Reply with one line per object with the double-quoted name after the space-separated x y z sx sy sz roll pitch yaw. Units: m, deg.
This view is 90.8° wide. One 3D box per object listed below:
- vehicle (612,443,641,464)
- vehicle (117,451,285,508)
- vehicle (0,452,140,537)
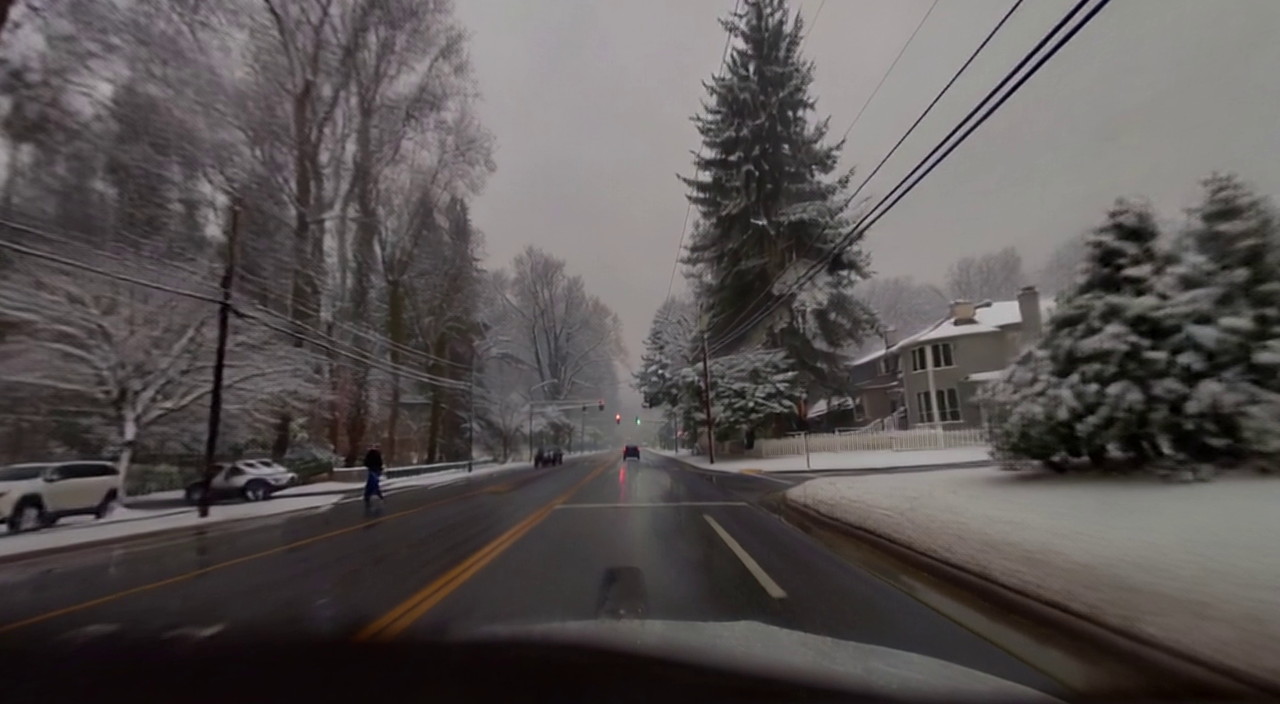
-1.033 7.858 48.957 2.104 1.500 3.815 0 -9 -1 "vehicle"
-16.159 4.689 23.509 2.043 1.803 4.631 -12 -13 37 "vehicle"
-16.700 3.874 17.745 2.378 1.922 5.801 -1 -8 -20 "vehicle"
